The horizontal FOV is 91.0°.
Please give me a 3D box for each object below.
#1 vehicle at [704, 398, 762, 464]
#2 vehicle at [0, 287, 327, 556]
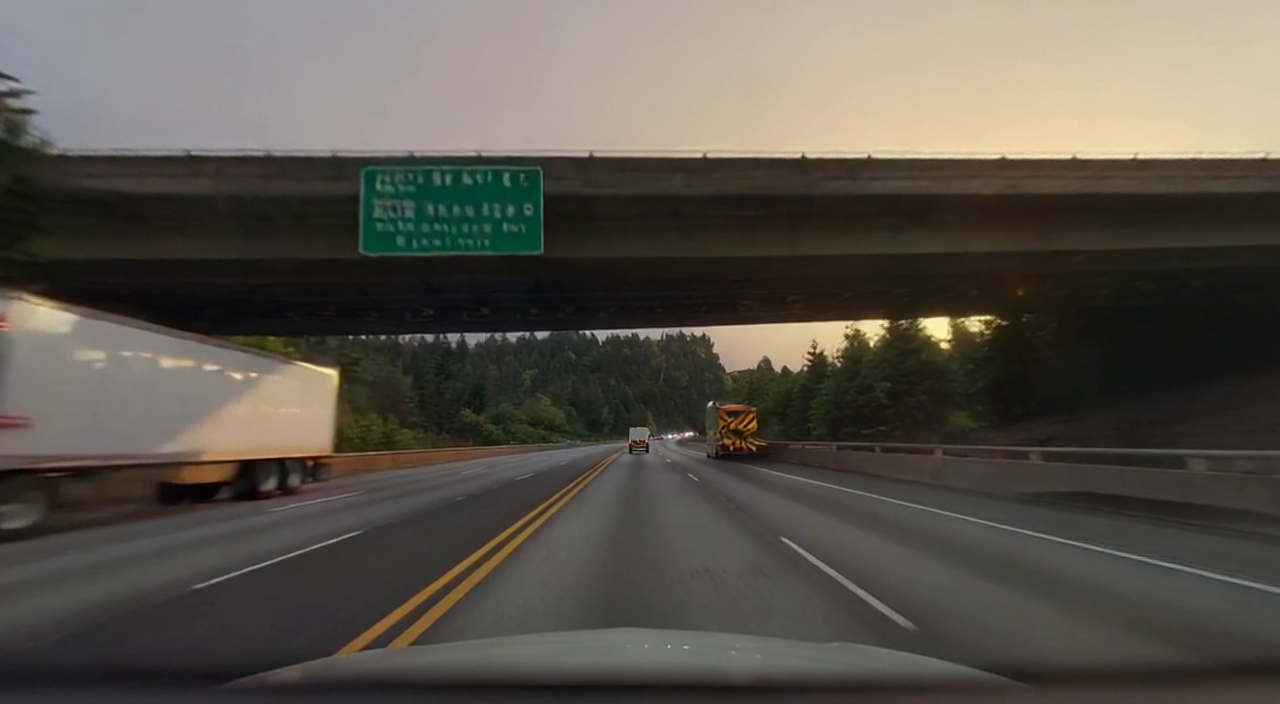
[{"bbox_3d":[5.788,5.123,40.351,2.867,3.751,7.735,-1,-8,3],"label":"vehicle"},{"bbox_3d":[-10.898,1.481,12.446,2.872,3.937,12.888,0,-8,0],"label":"vehicle"}]
